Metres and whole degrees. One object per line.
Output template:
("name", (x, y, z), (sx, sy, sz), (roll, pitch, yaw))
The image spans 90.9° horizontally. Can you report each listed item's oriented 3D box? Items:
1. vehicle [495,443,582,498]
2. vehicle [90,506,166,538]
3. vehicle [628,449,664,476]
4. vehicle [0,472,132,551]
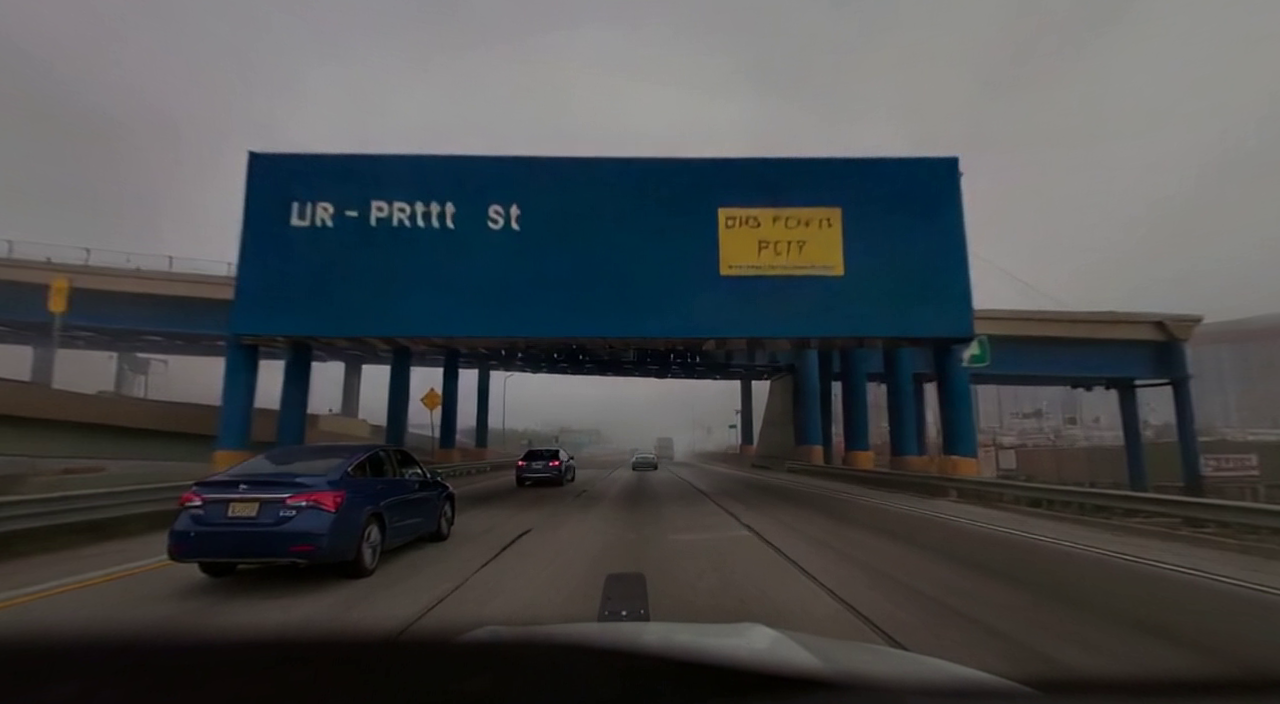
("vehicle", (-3.173, 3.777, 20.643), (2.064, 1.589, 4.213), (0, -8, 1))
("vehicle", (-34.189, 11.322, 42.244), (1.824, 1.592, 4.088), (0, -8, -4))
("vehicle", (0.264, 6.114, 35.209), (1.877, 1.386, 3.872), (0, -8, -1))
("vehicle", (-37.654, 9.666, 38.745), (2.833, 3.977, 12.868), (0, -8, -3))
